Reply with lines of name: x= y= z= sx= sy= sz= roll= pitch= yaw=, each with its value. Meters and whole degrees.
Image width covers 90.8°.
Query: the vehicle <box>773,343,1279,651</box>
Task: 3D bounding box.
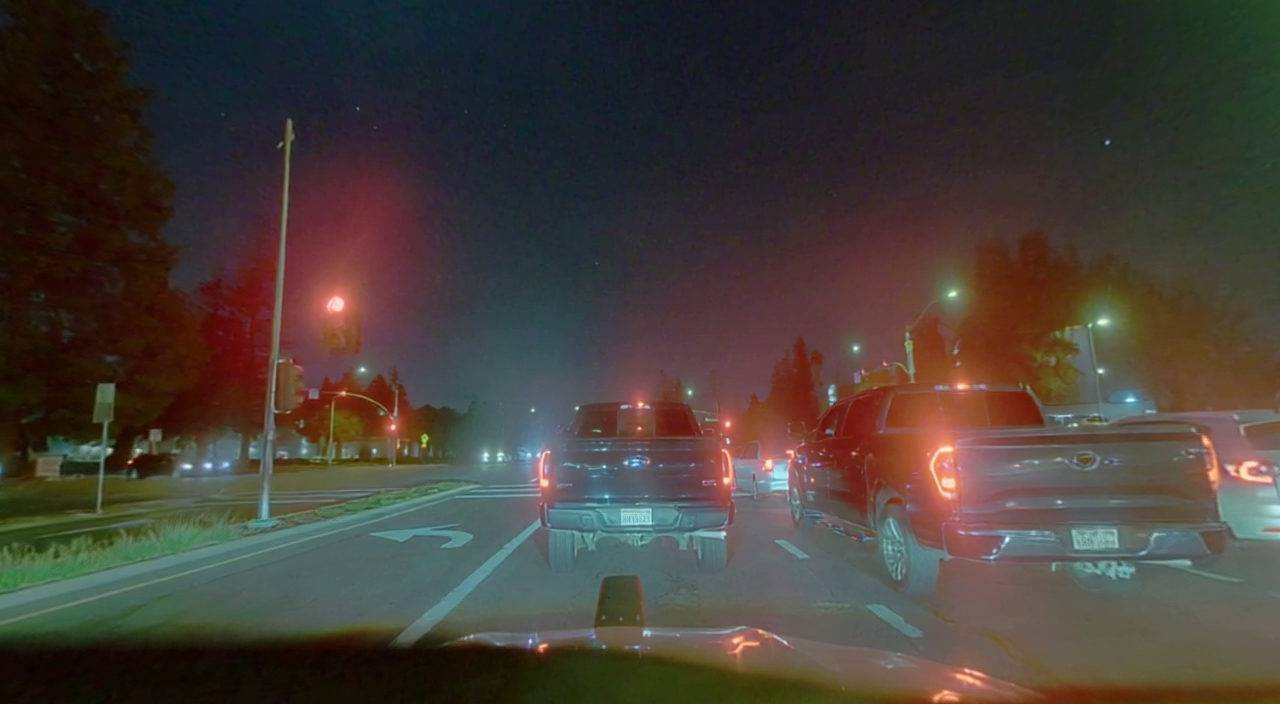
vehicle: x=3.327 y=1.331 z=6.922 sx=2.412 sy=1.953 sz=5.682 roll=0 pitch=-9 yaw=-1

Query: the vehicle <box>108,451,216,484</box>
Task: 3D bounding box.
vehicle: x=-26.355 y=6.332 z=35.028 sx=4.437 sy=1.669 sz=1.936 roll=5 pitch=-10 yaw=-30

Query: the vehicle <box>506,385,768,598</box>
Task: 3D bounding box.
vehicle: x=-0.050 y=1.568 z=8.002 sx=2.240 sy=1.821 sz=5.001 roll=0 pitch=-9 yaw=-1
